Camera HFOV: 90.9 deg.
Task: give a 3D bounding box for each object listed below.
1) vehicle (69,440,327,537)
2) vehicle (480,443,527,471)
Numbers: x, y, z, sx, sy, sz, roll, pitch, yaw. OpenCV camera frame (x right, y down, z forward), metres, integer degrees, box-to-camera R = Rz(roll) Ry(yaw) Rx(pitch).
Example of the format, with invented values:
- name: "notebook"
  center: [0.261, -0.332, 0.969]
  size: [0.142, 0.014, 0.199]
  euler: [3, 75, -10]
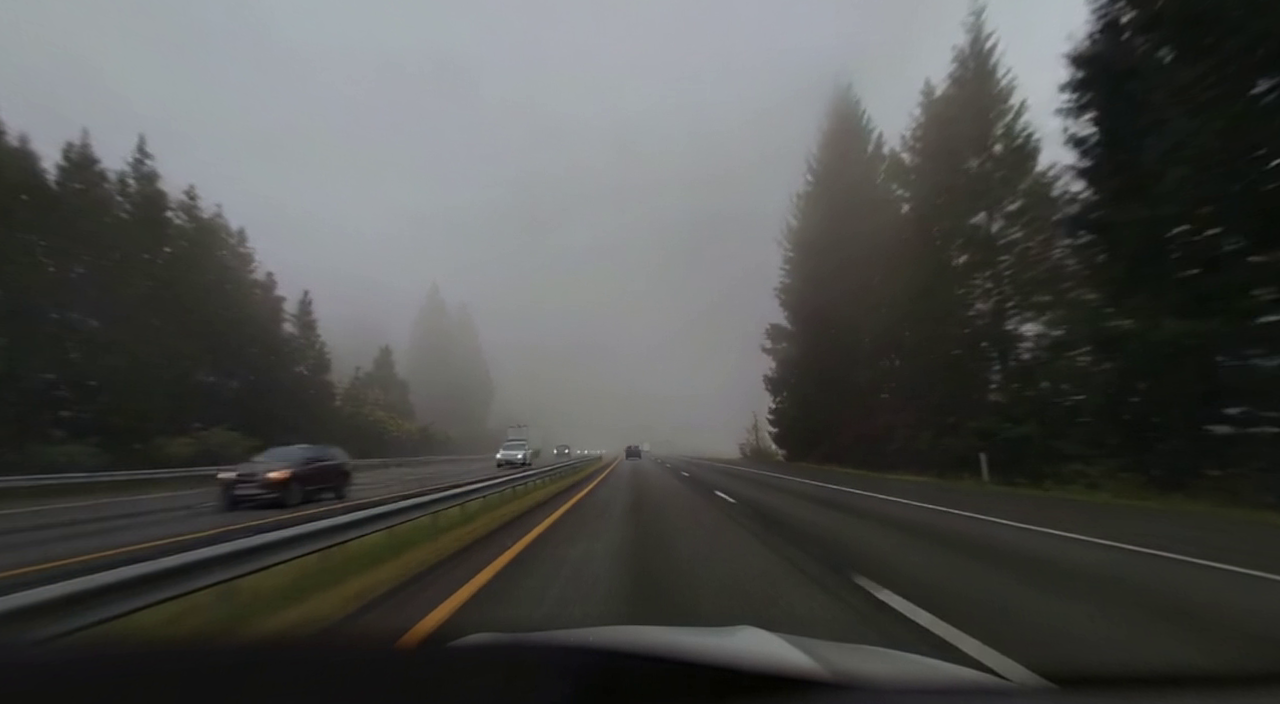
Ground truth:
- name: "vehicle"
  center: [-8.041, 2.485, 12.088]
  size: [1.895, 1.477, 4.183]
  euler: [-1, -9, 0]
- name: "vehicle"
  center: [-8.926, 6.889, 41.534]
  size: [2.167, 1.729, 4.445]
  euler: [-1, -9, 0]
